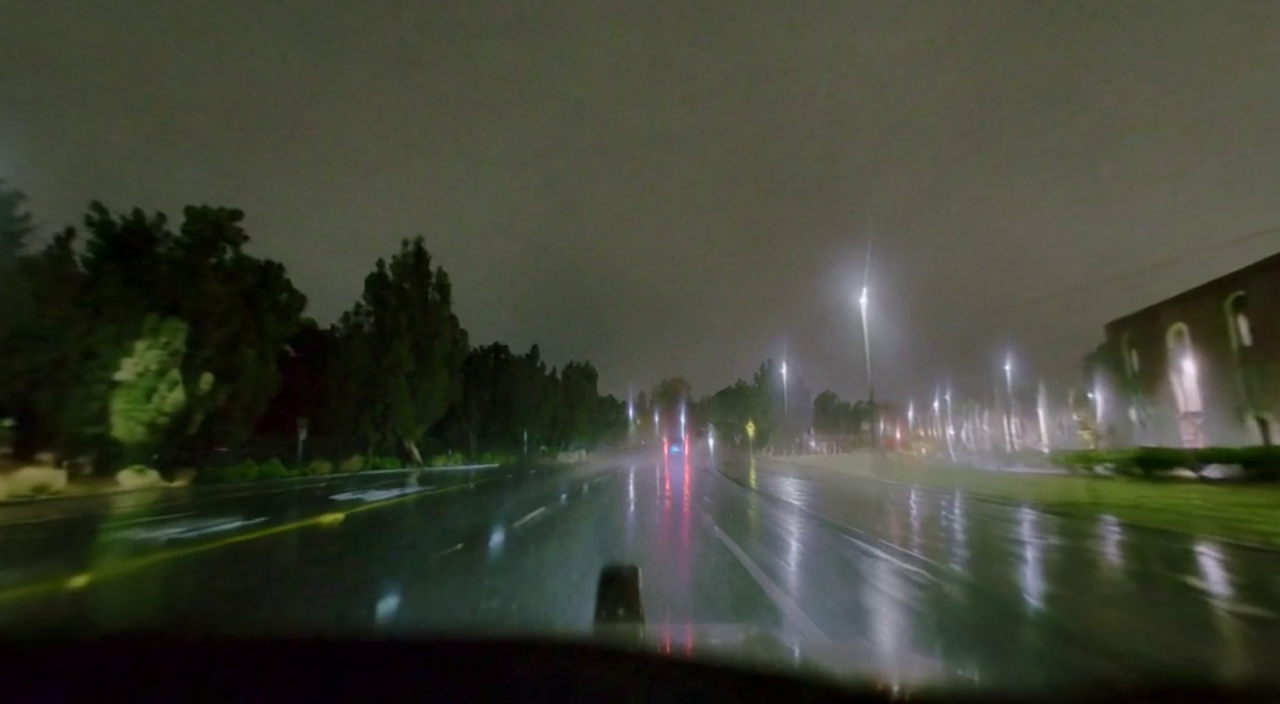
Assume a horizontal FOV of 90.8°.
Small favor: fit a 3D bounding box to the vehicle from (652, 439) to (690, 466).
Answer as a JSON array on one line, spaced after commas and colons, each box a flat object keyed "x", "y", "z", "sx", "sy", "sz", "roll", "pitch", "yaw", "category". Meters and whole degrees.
[{"x": 2.215, "y": 7.060, "z": 44.399, "sx": 2.370, "sy": 1.781, "sz": 4.440, "roll": -1, "pitch": -9, "yaw": 6, "category": "vehicle"}]
